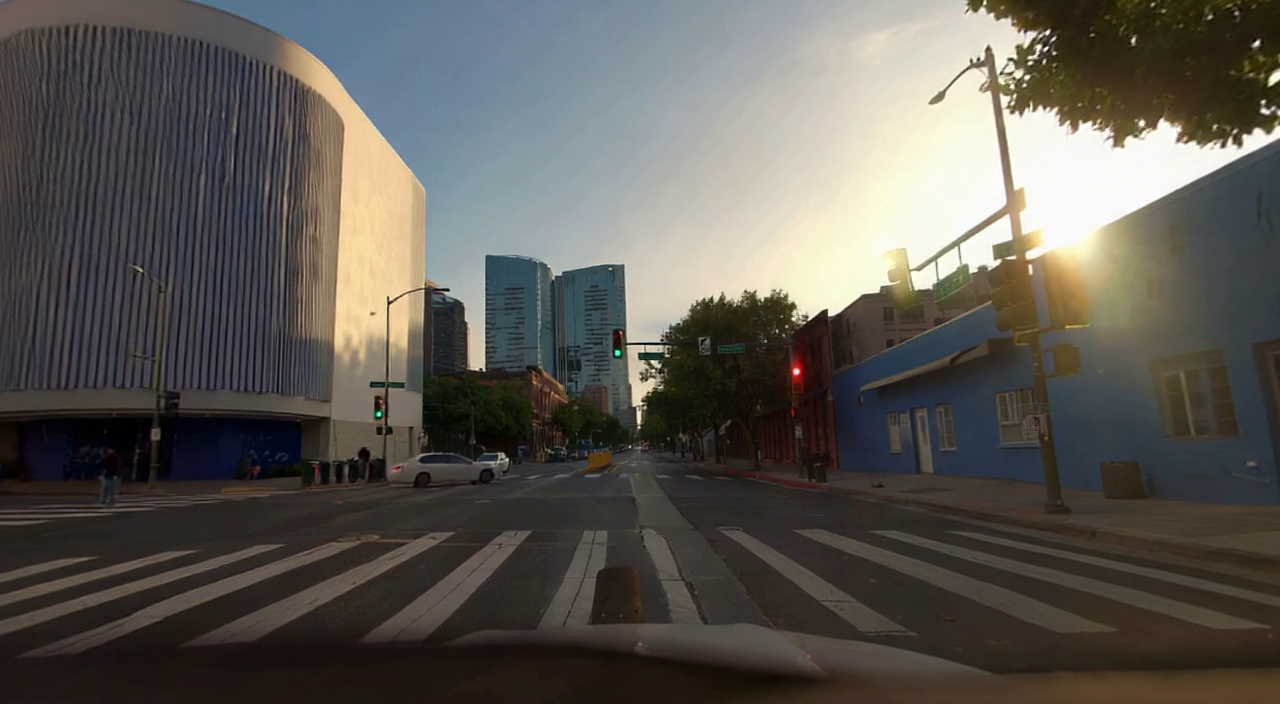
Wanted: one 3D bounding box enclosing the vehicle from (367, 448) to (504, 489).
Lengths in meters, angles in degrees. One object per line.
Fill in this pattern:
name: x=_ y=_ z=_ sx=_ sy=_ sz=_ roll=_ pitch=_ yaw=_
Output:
vehicle: x=-8.229 y=4.658 z=25.697 sx=4.833 sy=1.452 sz=2.088 roll=6 pitch=-11 yaw=-36
